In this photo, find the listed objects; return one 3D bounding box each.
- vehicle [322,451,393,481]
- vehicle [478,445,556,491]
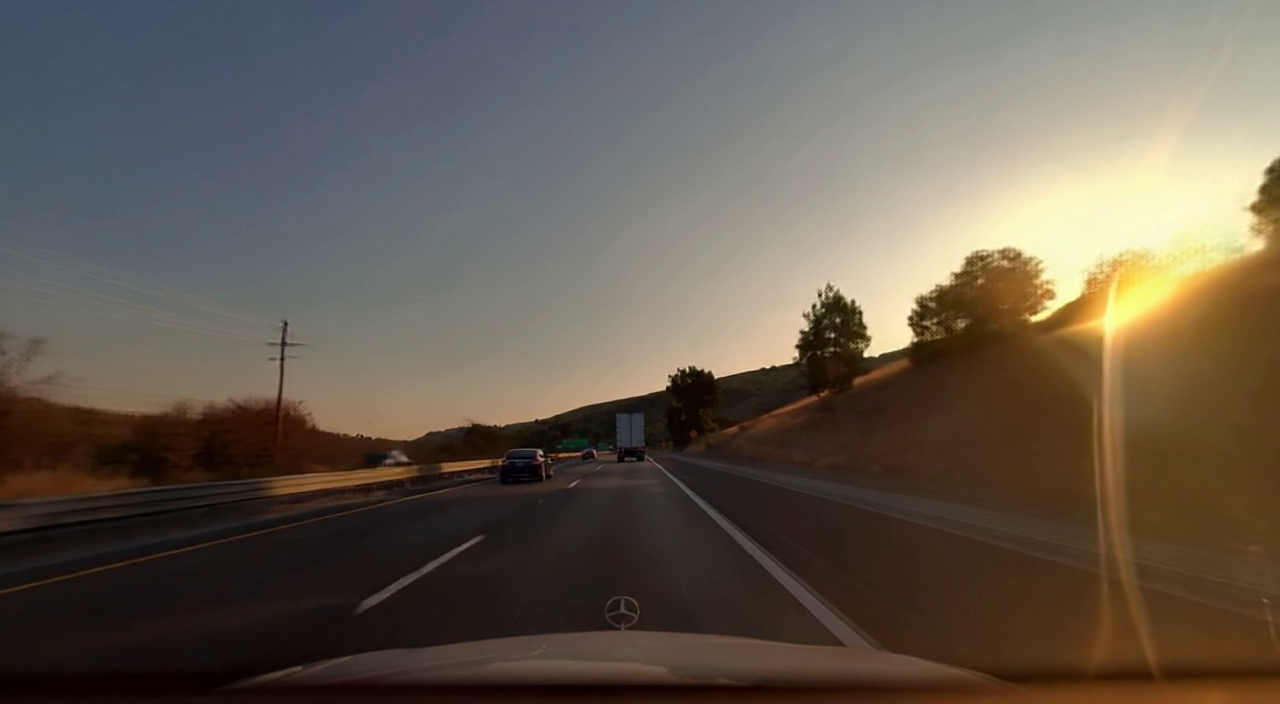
[{"bbox_3d":[-14.880,6.001,33.494,1.828,1.446,4.161,0,-9,0],"label":"vehicle"},{"bbox_3d":[-4.342,4.146,22.961,1.978,1.507,4.062,0,-9,1],"label":"vehicle"}]
